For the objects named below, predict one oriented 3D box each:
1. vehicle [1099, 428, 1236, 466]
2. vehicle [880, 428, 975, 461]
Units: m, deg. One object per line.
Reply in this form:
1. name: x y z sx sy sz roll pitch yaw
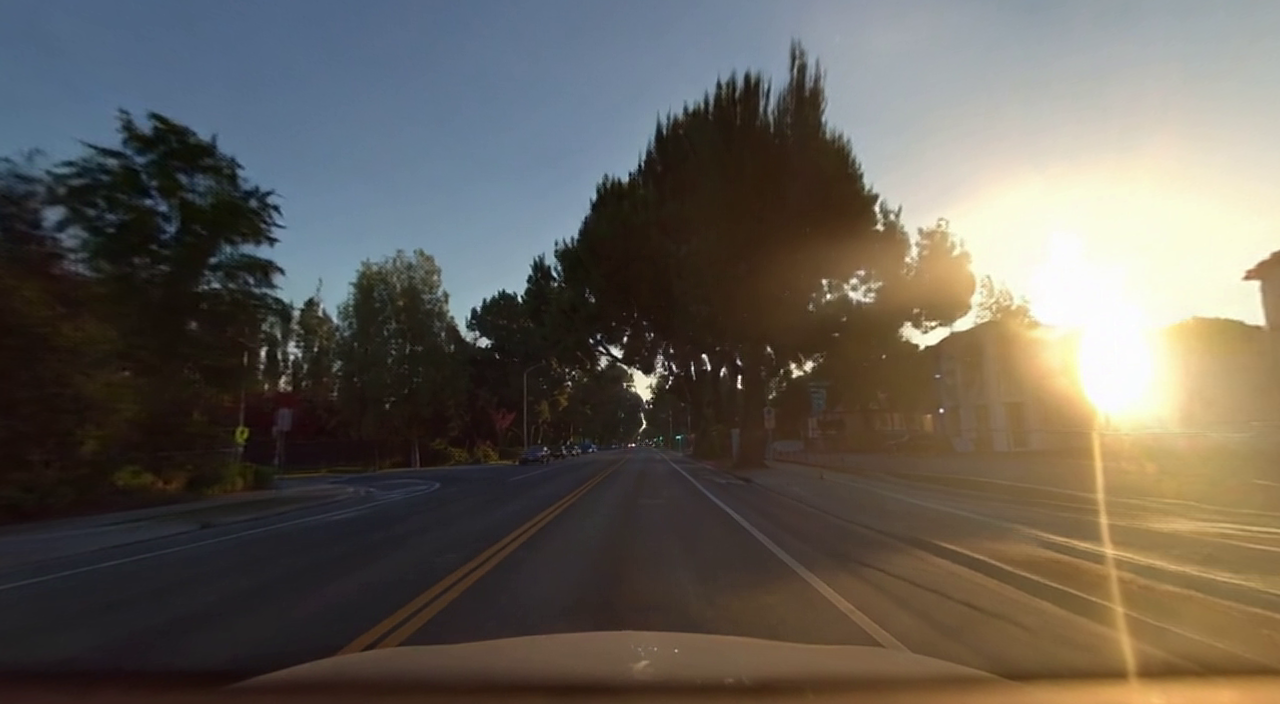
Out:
1. vehicle: 21.309 3.843 25.566 3.879 1.452 1.838 0 -9 0
2. vehicle: 18.438 5.966 40.570 4.978 1.991 2.234 -1 -8 3
